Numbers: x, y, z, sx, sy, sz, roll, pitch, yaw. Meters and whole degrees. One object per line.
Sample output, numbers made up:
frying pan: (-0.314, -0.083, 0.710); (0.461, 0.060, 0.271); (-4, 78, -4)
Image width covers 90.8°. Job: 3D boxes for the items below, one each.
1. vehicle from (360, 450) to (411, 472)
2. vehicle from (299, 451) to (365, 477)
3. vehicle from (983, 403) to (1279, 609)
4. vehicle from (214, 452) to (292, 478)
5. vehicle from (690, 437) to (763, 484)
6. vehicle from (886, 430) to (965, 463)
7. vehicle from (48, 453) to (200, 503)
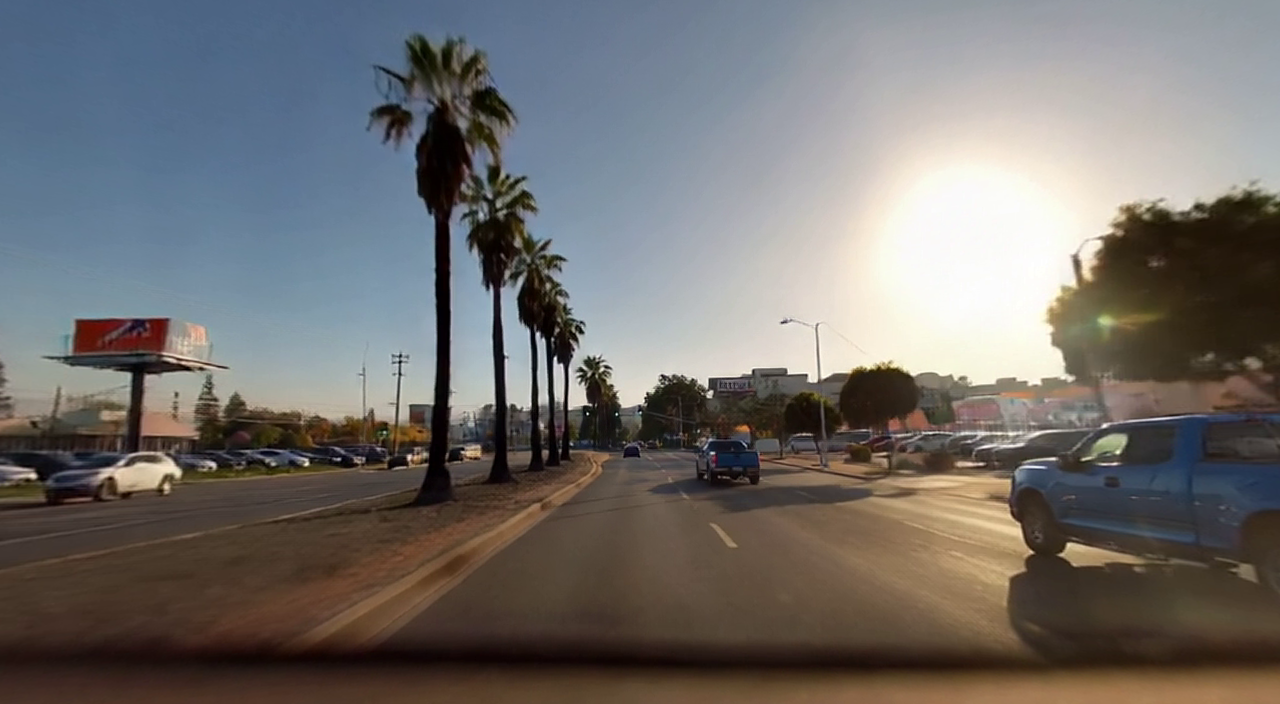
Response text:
vehicle: (-19.681, 8.427, 49.132); (1.871, 1.519, 5.002); (0, -9, 0)
vehicle: (-19.570, 7.111, 40.386); (1.900, 1.481, 4.684); (0, -9, 0)
vehicle: (6.100, 1.425, 6.400); (2.140, 1.606, 5.437); (0, -9, -1)
vehicle: (-24.564, 7.170, 40.328); (1.899, 1.499, 4.911); (0, -9, -1)
vehicle: (3.066, 3.942, 23.240); (1.889, 1.541, 4.303); (0, -9, -2)
vehicle: (18.389, 6.159, 41.067); (2.300, 1.966, 6.004); (0, -9, 0)
vehicle: (-19.395, 4.694, 24.101); (1.840, 1.524, 4.923); (-3, -8, -2)
